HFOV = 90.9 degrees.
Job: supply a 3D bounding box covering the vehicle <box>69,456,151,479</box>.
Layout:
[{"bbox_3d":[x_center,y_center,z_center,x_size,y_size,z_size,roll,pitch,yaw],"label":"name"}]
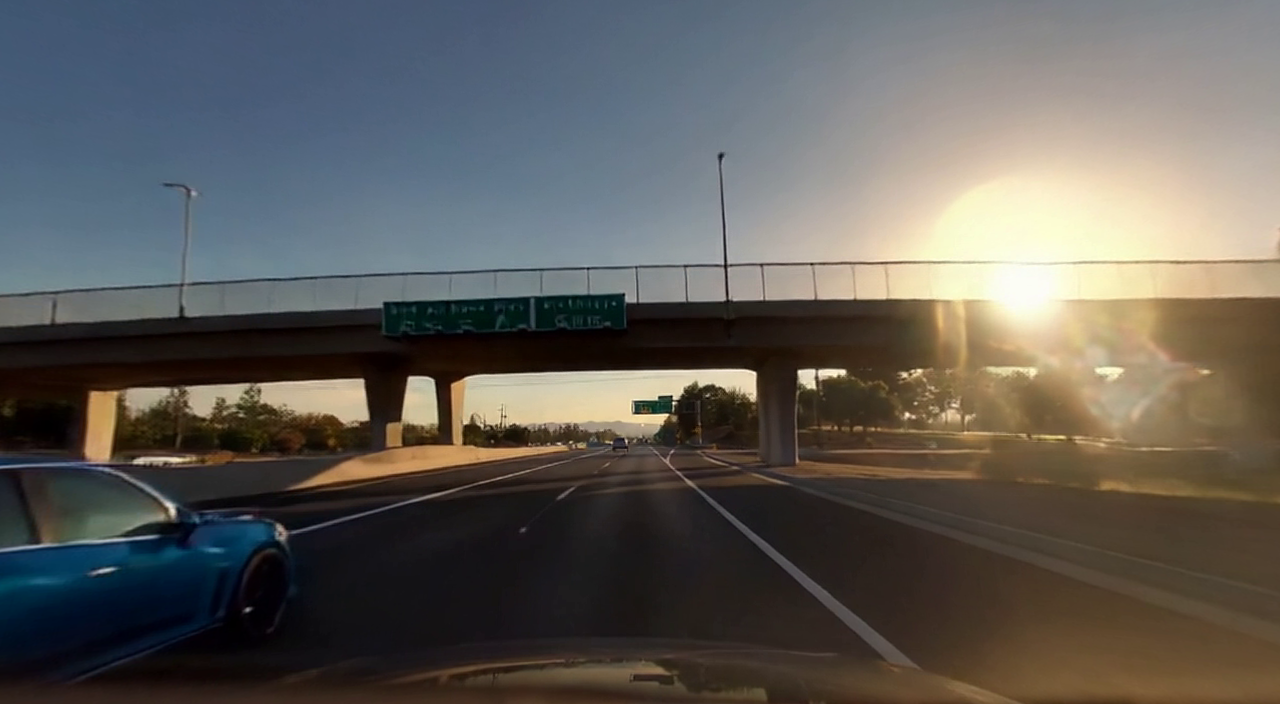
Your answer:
[{"bbox_3d":[-39.703,8.656,47.415,1.895,1.540,4.839,0,-8,1],"label":"vehicle"}]
